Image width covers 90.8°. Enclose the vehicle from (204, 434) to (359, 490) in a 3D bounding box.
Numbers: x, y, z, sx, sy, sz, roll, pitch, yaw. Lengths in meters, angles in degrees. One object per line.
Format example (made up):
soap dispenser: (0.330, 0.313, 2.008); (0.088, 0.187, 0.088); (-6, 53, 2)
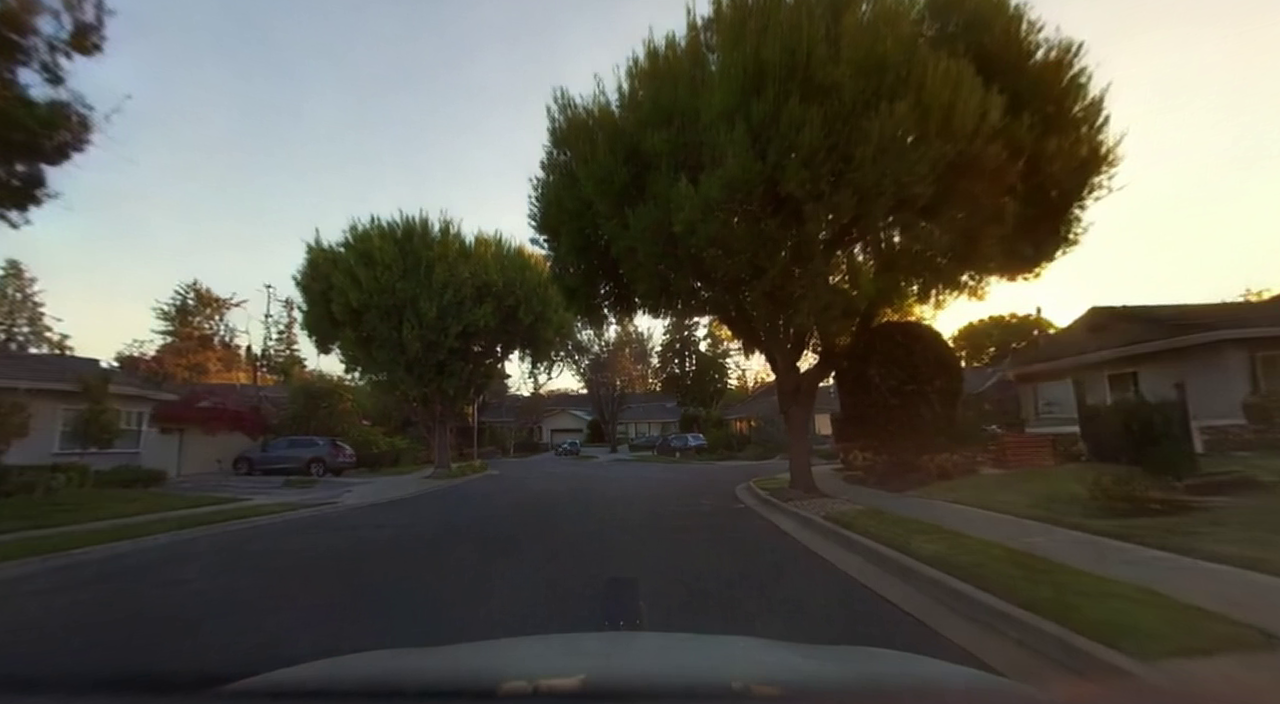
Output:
vehicle: (-14.607, 4.493, 25.998); (5.045, 1.835, 2.315); (-4, -9, 2)
